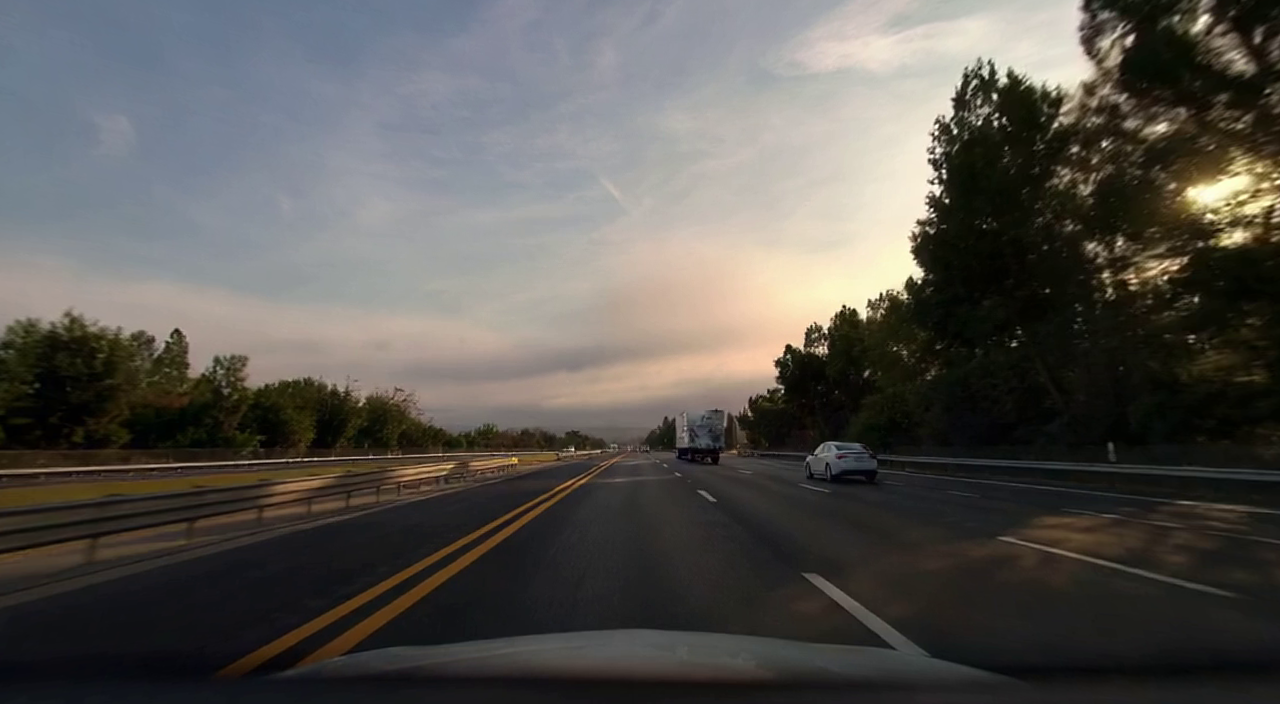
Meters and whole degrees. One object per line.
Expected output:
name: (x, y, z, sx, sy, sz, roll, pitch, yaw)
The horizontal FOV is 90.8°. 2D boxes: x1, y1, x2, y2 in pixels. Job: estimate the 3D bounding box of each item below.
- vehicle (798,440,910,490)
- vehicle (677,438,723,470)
vehicle: (7.208, 3.846, 21.893, 2.046, 1.509, 4.929, 0, -8, -1)
vehicle: (3.532, 6.137, 38.281, 2.141, 1.785, 4.778, 0, -8, -2)
